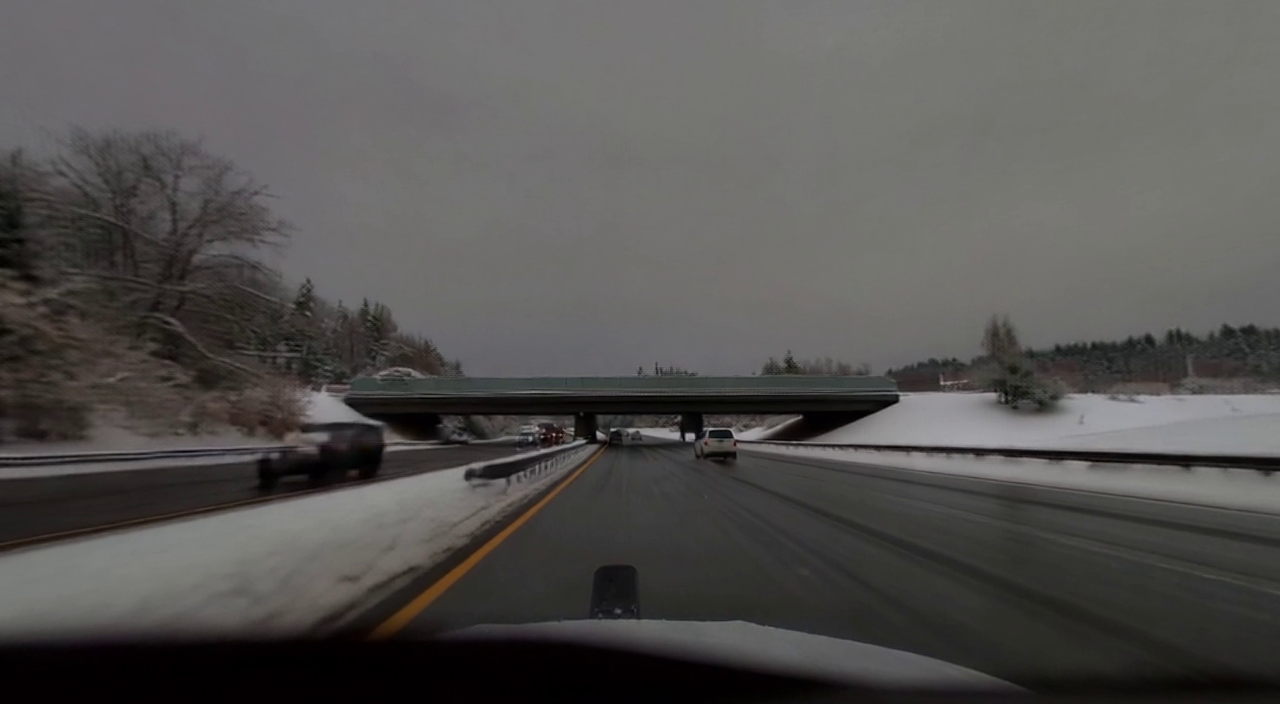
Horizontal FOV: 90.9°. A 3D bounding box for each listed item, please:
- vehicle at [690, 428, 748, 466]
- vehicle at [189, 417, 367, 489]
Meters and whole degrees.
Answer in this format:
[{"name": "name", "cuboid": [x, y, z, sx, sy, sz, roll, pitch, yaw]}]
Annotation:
[{"name": "vehicle", "cuboid": [3.439, 4.203, 28.057, 1.938, 1.578, 3.764, 0, -8, -3]}, {"name": "vehicle", "cuboid": [-8.754, 2.476, 15.781, 1.961, 1.545, 4.290, 0, -8, -1]}]
